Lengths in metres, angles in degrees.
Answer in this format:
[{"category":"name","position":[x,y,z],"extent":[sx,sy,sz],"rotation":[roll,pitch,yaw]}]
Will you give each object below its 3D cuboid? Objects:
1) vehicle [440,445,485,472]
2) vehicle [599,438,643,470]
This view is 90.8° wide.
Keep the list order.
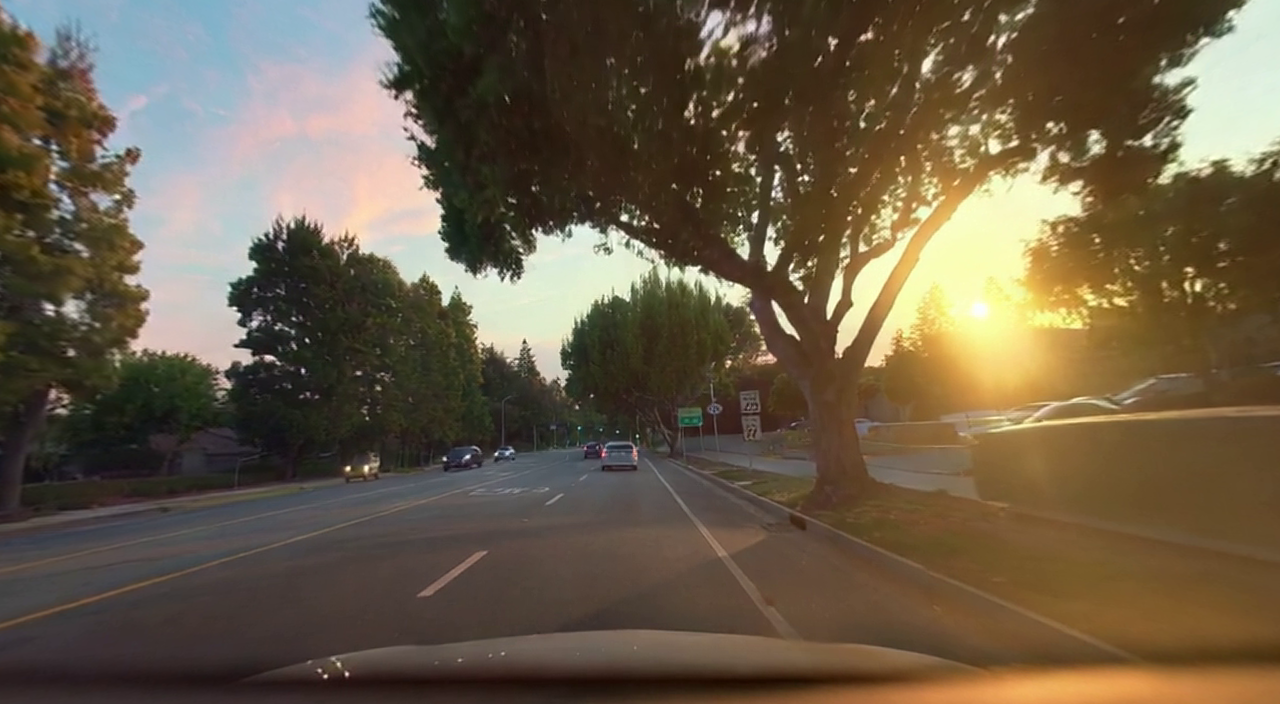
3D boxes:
[{"category":"vehicle","position":[-12.617,7.555,45.135],"extent":[1.954,1.680,4.530],"rotation":[-3,-8,-2]},{"category":"vehicle","position":[-0.958,5.161,32.273],"extent":[2.111,1.466,4.223],"rotation":[-1,-8,-1]}]
